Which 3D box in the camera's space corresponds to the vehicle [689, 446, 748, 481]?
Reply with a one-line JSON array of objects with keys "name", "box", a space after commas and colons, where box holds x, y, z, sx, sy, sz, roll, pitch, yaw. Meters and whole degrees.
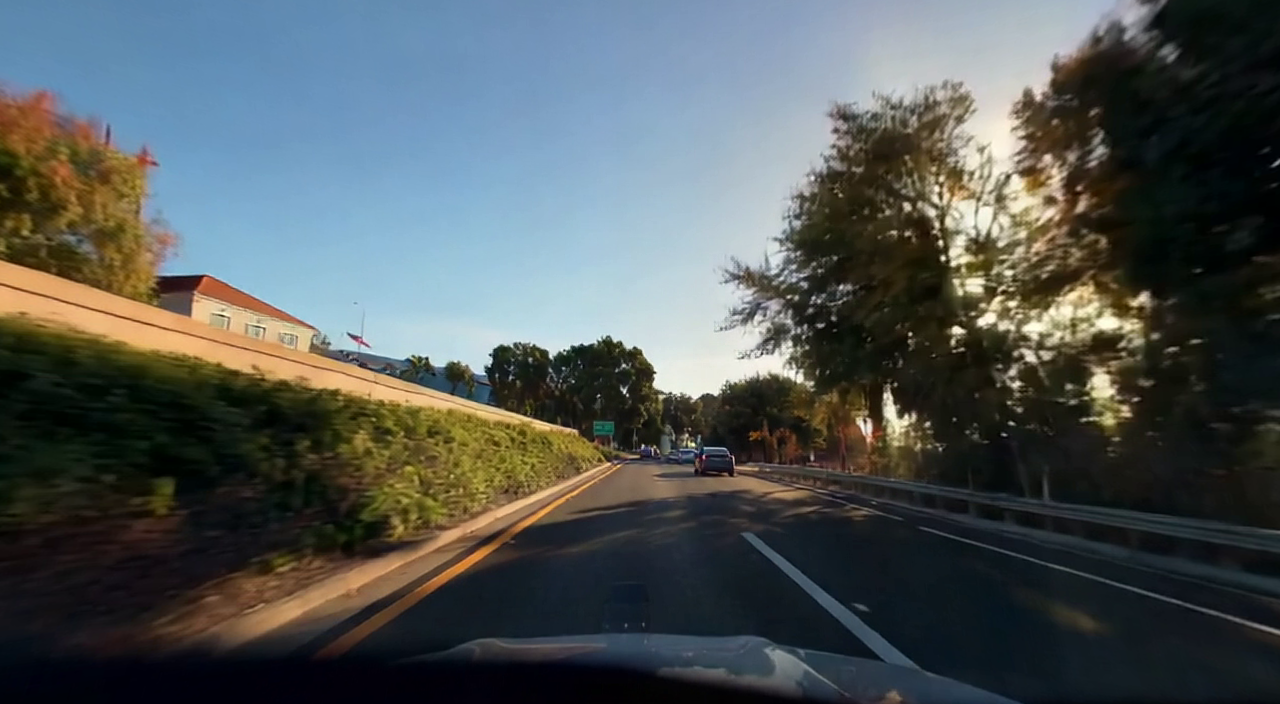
[{"name": "vehicle", "box": [3.497, 5.069, 28.979, 1.956, 1.473, 4.640, 1, -9, -2]}]
